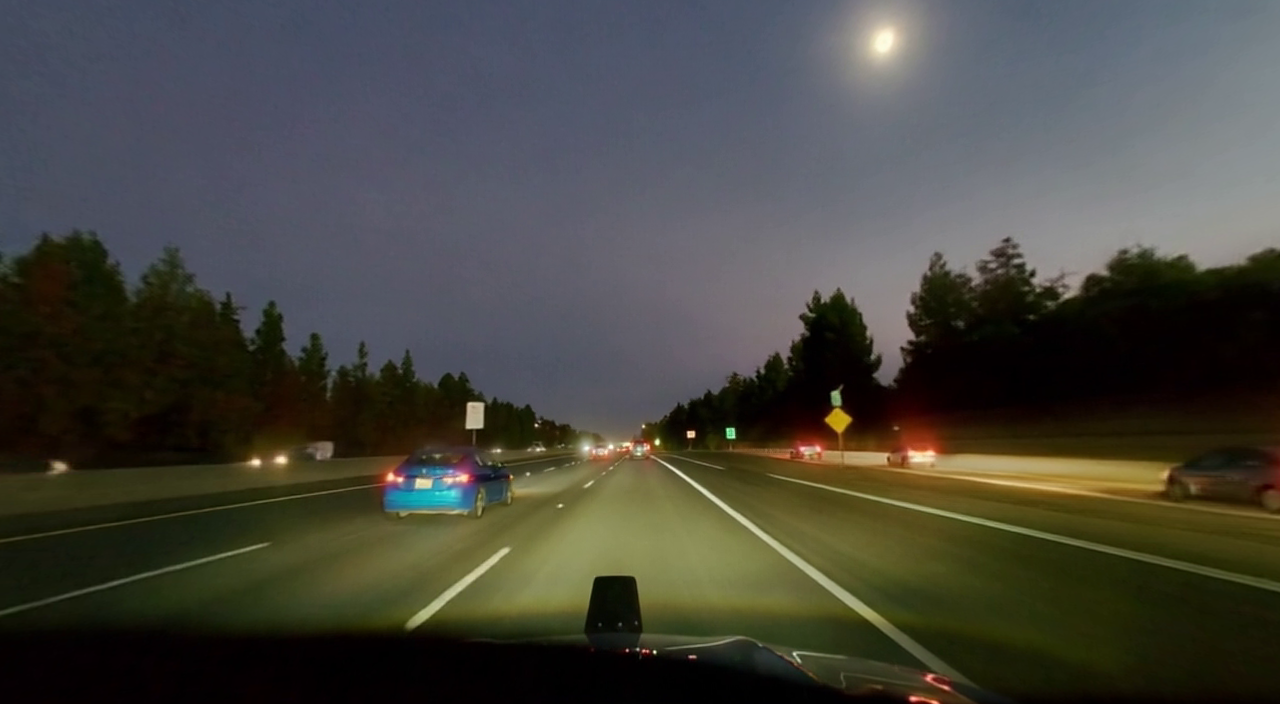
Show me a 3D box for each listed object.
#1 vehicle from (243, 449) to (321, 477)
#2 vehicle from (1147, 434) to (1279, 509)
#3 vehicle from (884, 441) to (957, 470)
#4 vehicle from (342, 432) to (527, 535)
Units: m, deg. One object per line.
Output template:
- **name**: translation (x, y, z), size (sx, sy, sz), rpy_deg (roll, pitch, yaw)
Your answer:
- **vehicle**: translation (-20.770, 6.418, 36.918), size (1.869, 1.522, 4.536), rpy_deg (0, -9, 0)
- **vehicle**: translation (13.946, 2.557, 13.716), size (1.940, 1.496, 4.992), rpy_deg (-1, -9, 4)
- **vehicle**: translation (15.107, 5.606, 34.342), size (1.873, 1.463, 4.937), rpy_deg (0, -9, 2)
- **vehicle**: translation (-3.508, 2.318, 11.735), size (2.020, 1.554, 4.137), rpy_deg (0, -9, 0)
